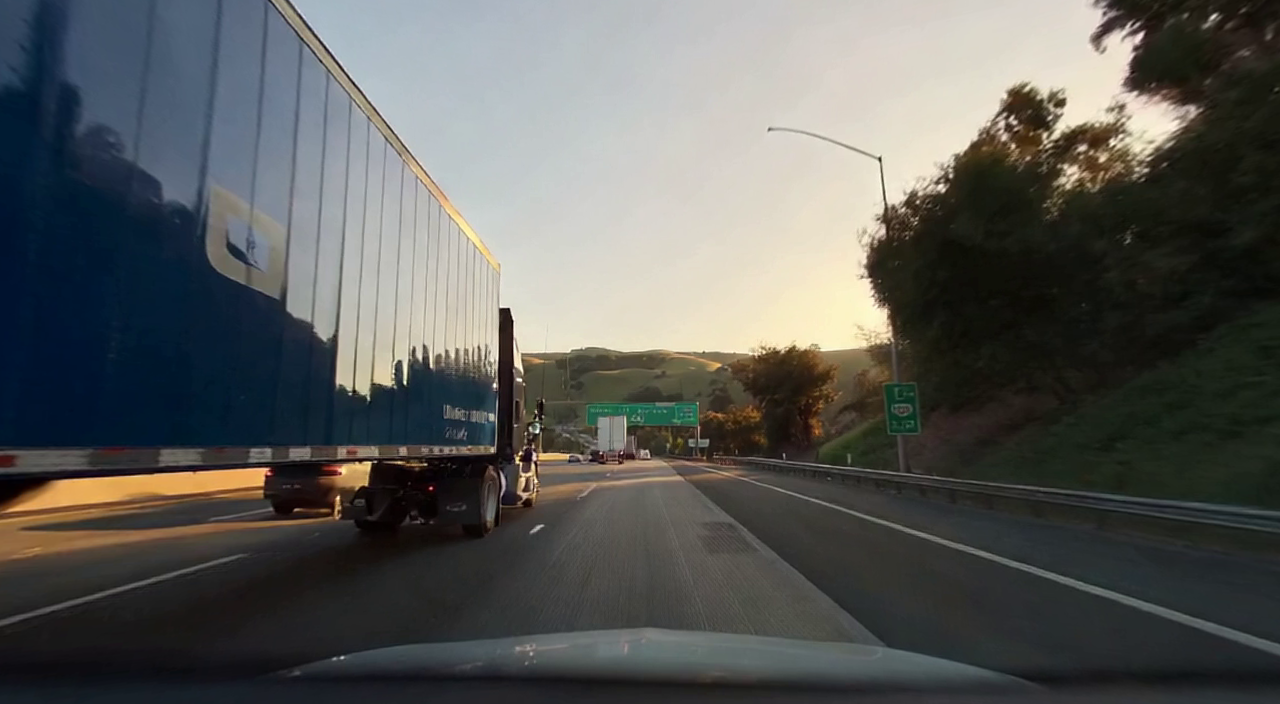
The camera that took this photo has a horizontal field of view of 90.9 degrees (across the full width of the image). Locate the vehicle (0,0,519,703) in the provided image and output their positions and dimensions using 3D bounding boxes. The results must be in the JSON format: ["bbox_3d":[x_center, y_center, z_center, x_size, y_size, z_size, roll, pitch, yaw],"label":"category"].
[{"bbox_3d":[-3.477,-0.042,3.283,2.963,4.128,13.357,0,-8,0],"label":"vehicle"}]
